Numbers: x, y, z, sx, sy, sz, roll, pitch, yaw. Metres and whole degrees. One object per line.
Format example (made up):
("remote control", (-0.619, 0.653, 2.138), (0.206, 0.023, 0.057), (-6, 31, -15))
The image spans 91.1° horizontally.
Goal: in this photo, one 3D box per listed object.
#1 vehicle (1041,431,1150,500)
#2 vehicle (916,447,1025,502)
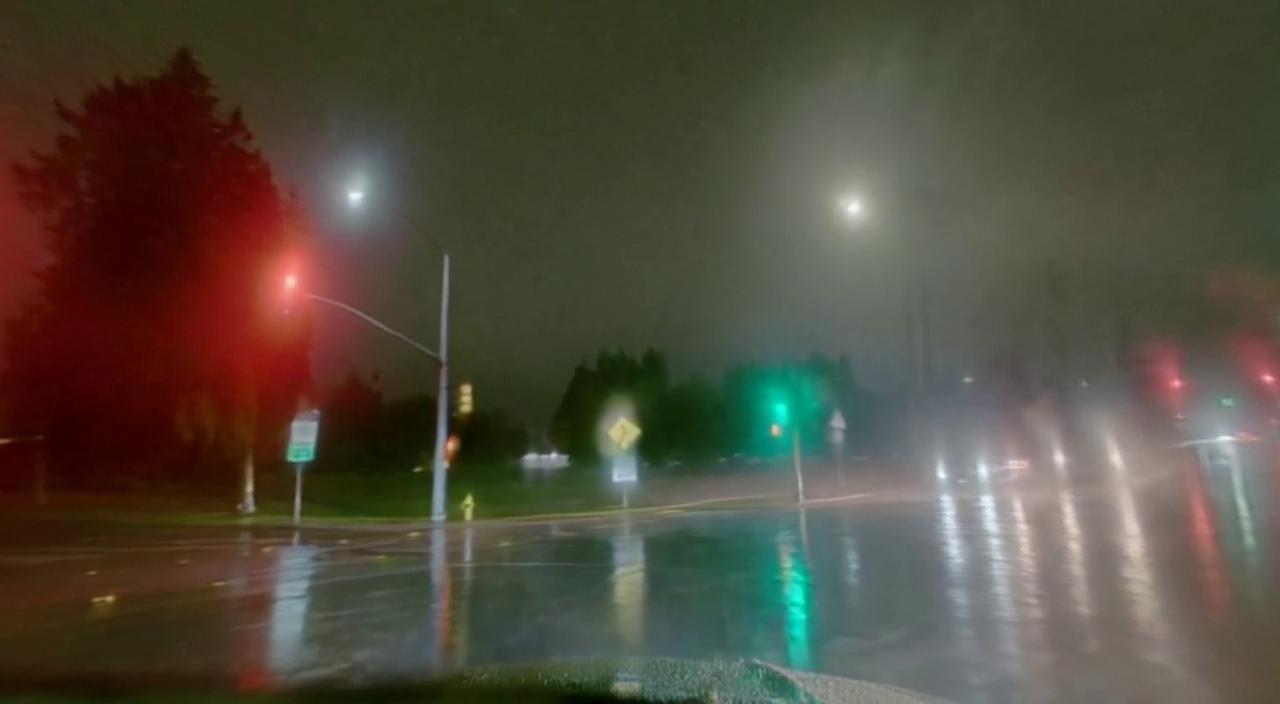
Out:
("vehicle", (13.179, 3.225, 18.052), (2.090, 1.697, 4.341), (-8, -12, 39))
("vehicle", (10.430, 3.765, 19.669), (2.029, 1.504, 4.293), (-8, -12, 39))
